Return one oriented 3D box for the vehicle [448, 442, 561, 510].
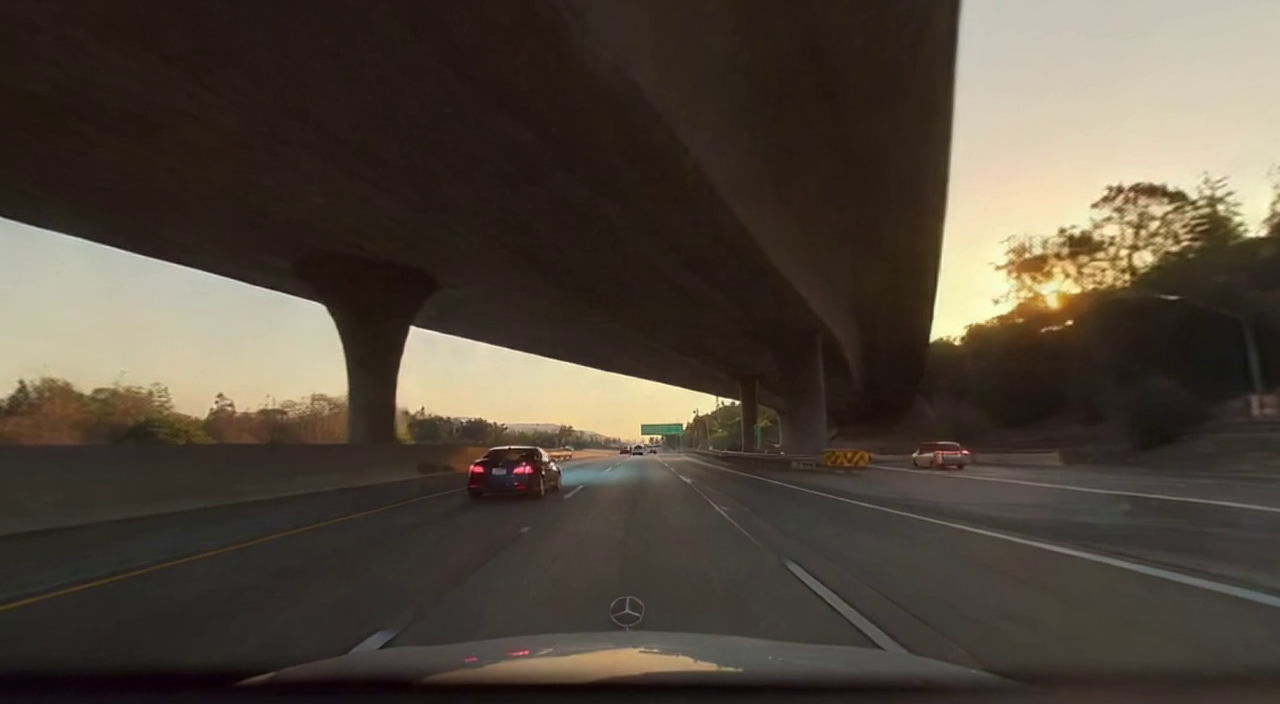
[{"bbox_3d":[-3.298,3.080,16.176,1.968,1.504,3.892,0,-8,1],"label":"vehicle"}]
